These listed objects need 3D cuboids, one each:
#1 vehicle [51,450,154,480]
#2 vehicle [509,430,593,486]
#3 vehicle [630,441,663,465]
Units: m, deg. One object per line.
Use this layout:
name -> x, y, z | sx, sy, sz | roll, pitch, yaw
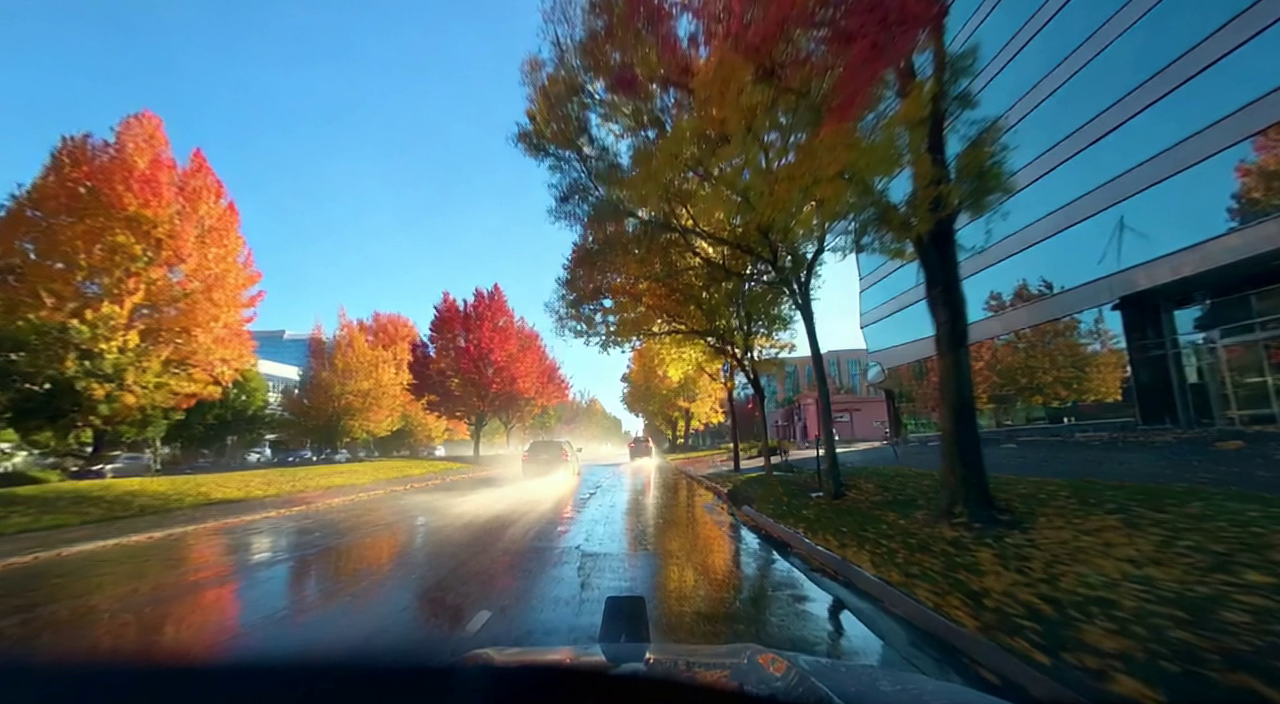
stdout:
vehicle -> -30.465, 6.388, 35.880 | 1.793, 1.486, 4.631 | 0, -8, 0
vehicle -> -2.924, 3.609, 21.684 | 2.197, 1.709, 4.069 | 0, -8, 1
vehicle -> 0.387, 6.579, 41.295 | 2.040, 1.493, 3.682 | 0, -8, -1
